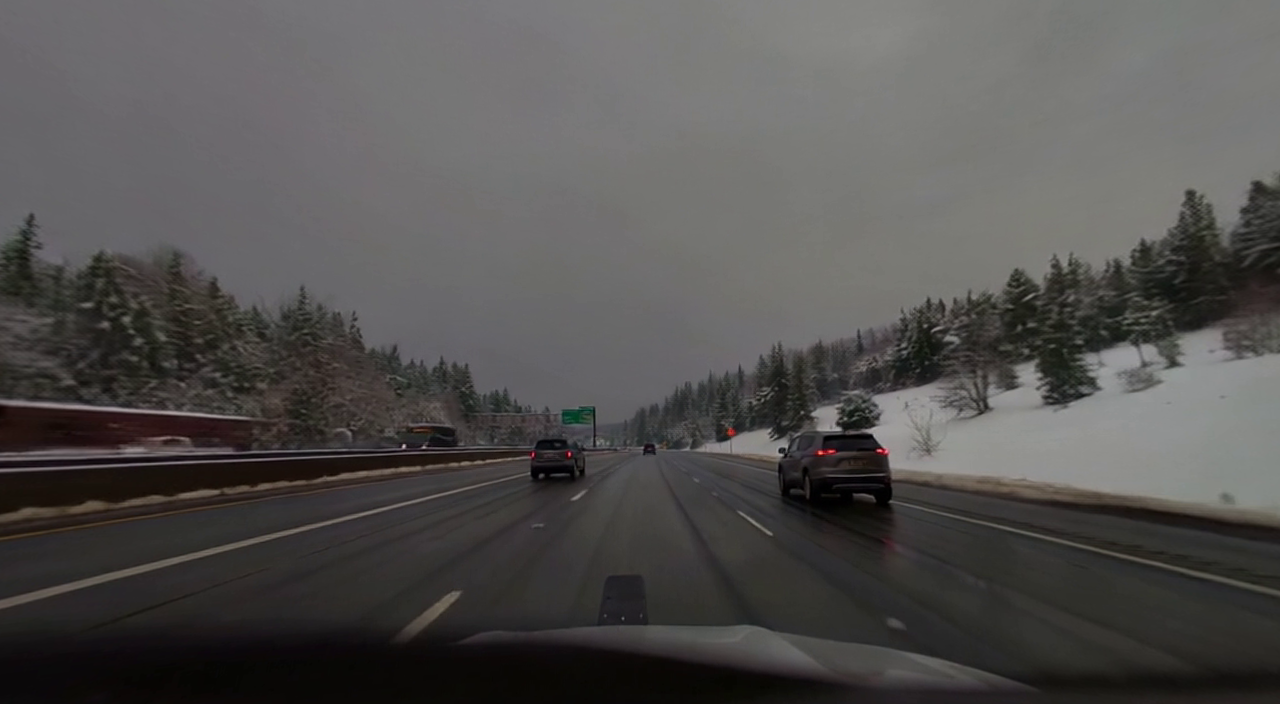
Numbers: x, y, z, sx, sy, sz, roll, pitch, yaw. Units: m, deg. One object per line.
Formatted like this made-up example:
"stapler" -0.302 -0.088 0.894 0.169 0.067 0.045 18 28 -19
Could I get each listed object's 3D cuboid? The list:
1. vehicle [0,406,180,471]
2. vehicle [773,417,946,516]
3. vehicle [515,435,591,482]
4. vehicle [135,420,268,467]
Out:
"vehicle" -28.236 4.173 30.184 2.850 2.700 11.935 -1 -8 2
"vehicle" 4.501 2.433 13.803 2.149 1.796 4.487 0 -8 0
"vehicle" -3.209 4.043 24.123 2.166 1.608 4.297 0 -8 2
"vehicle" -27.859 5.905 40.458 2.685 2.719 7.829 -1 -8 2
